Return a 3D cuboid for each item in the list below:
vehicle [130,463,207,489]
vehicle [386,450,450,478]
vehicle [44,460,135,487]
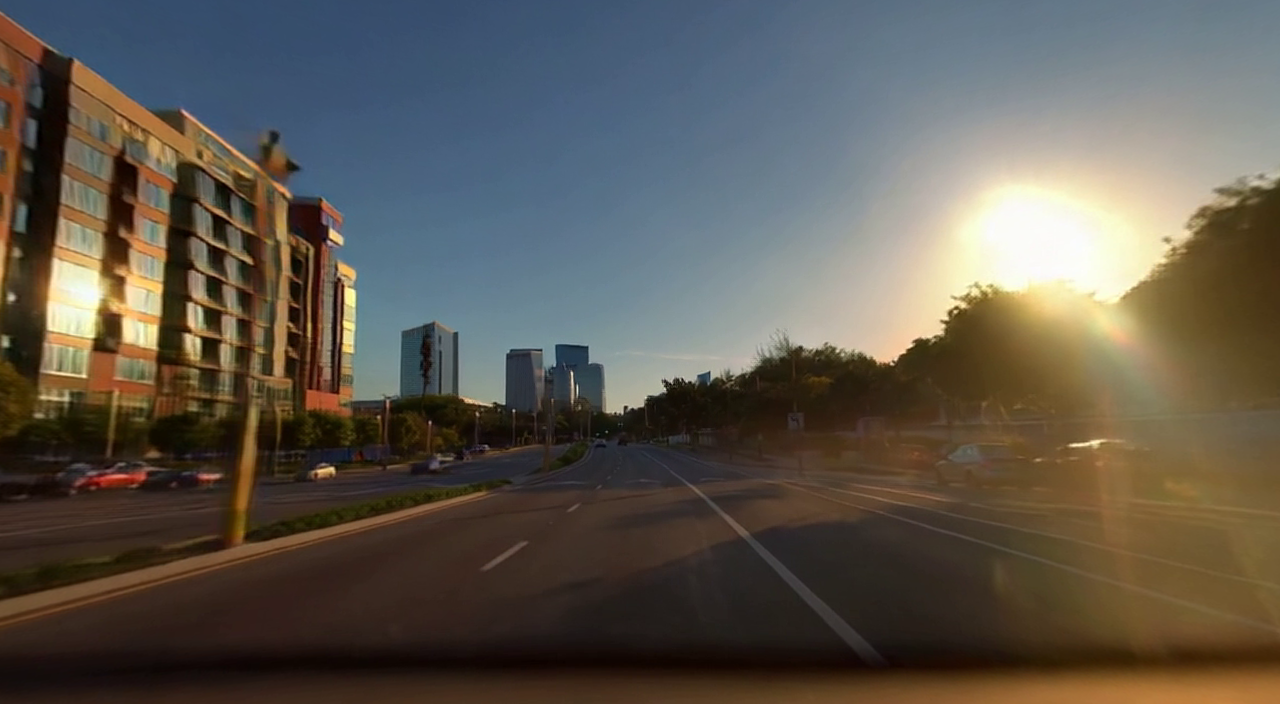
[{"bbox_3d":[-28.937,7.623,38.806,1.629,1.411,3.897,-1,-9,2],"label":"vehicle"},{"bbox_3d":[-12.486,6.306,35.758,1.811,1.433,4.387,-1,-9,4],"label":"vehicle"},{"bbox_3d":[-34.474,7.589,39.570,3.844,1.533,1.734,4,-10,-26],"label":"vehicle"}]
